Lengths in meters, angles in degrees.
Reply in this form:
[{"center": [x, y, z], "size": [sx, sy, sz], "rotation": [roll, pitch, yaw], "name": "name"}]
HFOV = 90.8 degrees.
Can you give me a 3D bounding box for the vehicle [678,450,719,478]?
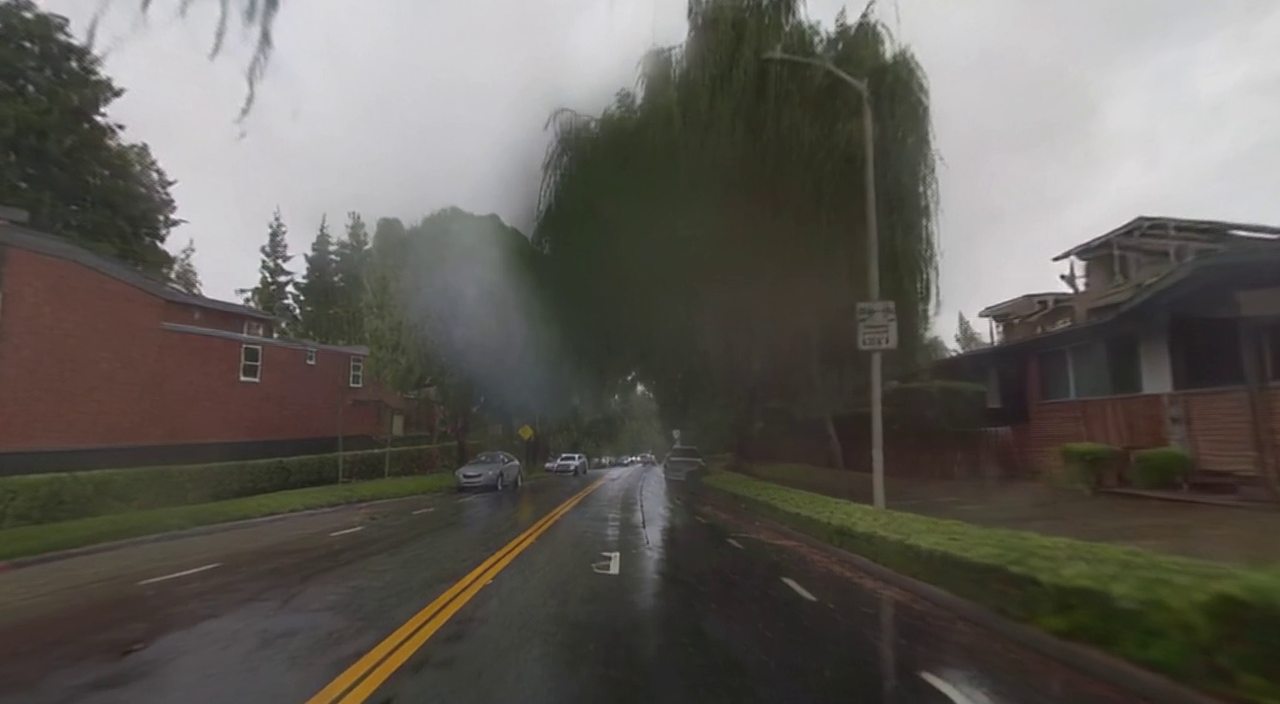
[{"center": [3.911, 7.520, 42.816], "size": [1.937, 1.752, 4.574], "rotation": [1, -9, -5], "name": "vehicle"}]
